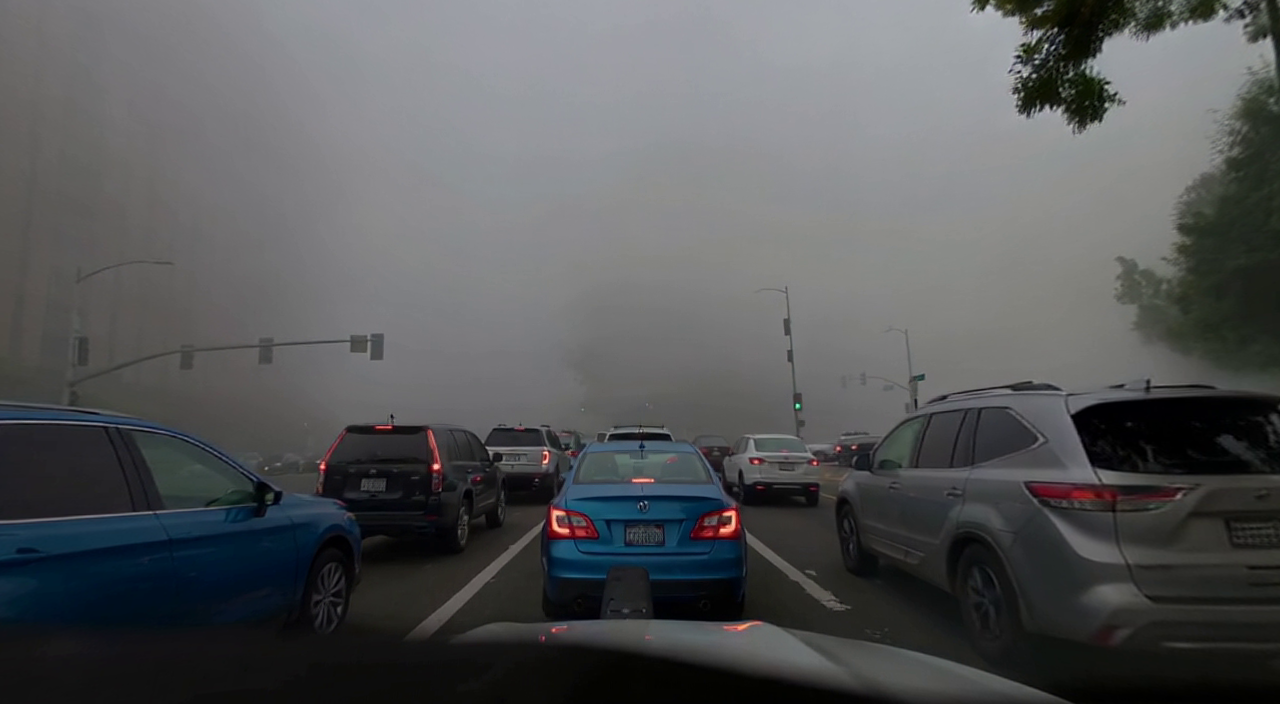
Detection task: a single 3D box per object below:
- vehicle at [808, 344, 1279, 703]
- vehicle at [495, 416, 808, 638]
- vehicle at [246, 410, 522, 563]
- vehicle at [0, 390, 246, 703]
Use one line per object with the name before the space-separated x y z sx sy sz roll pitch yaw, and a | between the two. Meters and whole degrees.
vehicle | 3.052 1.163 5.100 2.108 1.785 4.334 0 -9 -1
vehicle | 0.082 1.506 6.389 2.147 1.507 3.953 0 -8 0
vehicle | -3.366 1.882 9.553 2.168 1.719 4.561 -1 -9 1
vehicle | -3.397 0.751 1.242 2.144 1.505 4.635 -1 -9 2
